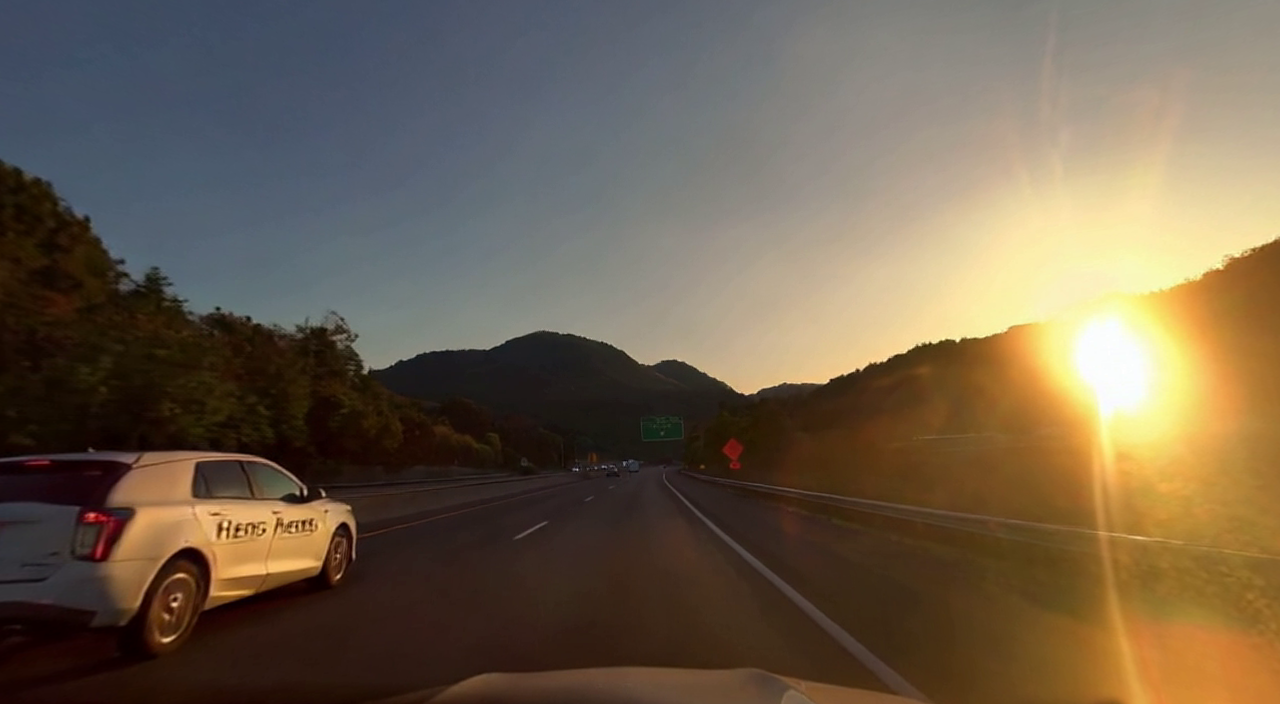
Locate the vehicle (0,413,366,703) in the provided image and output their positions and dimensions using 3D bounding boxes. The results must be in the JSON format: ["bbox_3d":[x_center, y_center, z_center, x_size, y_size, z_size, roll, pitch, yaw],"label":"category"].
[{"bbox_3d":[-4.045,1.272,4.213,2.135,1.506,5.041,1,-10,0],"label":"vehicle"}]
